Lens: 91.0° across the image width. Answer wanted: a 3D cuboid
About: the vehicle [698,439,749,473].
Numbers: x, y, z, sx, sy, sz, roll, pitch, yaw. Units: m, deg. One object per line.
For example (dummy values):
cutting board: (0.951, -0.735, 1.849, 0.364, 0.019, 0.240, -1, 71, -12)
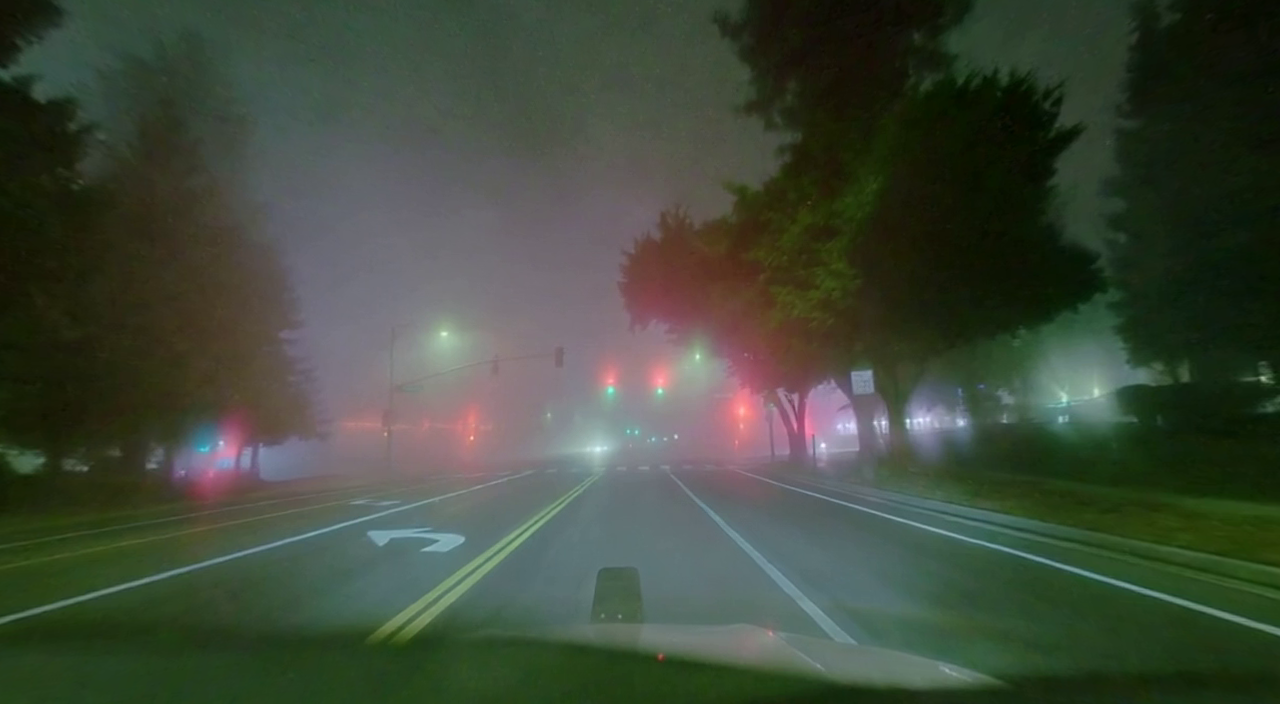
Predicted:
vehicle: (3.908, 4.962, 30.320, 2.064, 1.470, 4.610, -1, -8, 3)
